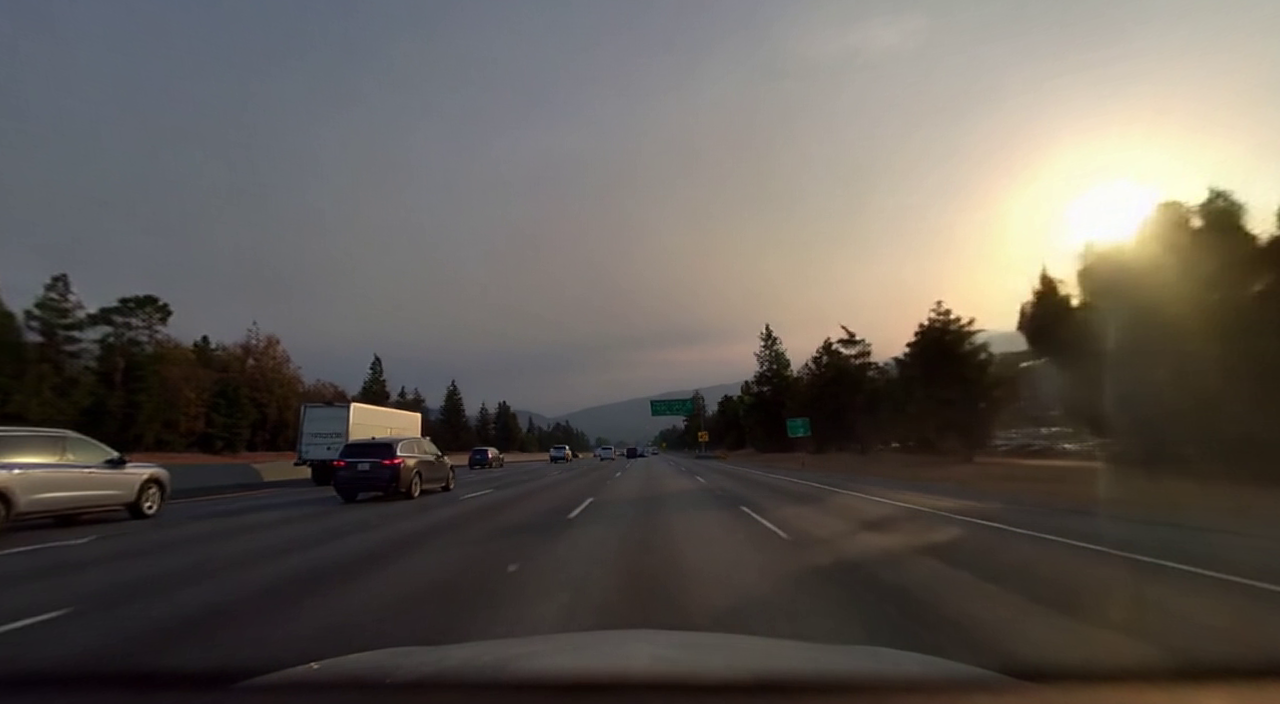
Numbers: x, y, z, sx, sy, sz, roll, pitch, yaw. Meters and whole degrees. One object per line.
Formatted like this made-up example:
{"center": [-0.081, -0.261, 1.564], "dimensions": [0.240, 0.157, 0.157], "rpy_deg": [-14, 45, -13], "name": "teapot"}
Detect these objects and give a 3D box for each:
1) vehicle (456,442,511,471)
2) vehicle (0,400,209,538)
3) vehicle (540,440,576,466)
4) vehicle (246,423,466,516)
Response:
{"center": [-9.516, 6.357, 38.746], "dimensions": [2.060, 1.662, 4.469], "rpy_deg": [-1, -8, 2], "name": "vehicle"}
{"center": [-10.257, 1.814, 9.965], "dimensions": [2.576, 1.922, 6.067], "rpy_deg": [-1, -8, 0], "name": "vehicle"}
{"center": [-5.948, 7.339, 46.071], "dimensions": [2.009, 1.735, 4.358], "rpy_deg": [-1, -8, 1], "name": "vehicle"}
{"center": [-6.387, 2.726, 15.418], "dimensions": [2.403, 1.773, 6.276], "rpy_deg": [-1, -8, 1], "name": "vehicle"}
